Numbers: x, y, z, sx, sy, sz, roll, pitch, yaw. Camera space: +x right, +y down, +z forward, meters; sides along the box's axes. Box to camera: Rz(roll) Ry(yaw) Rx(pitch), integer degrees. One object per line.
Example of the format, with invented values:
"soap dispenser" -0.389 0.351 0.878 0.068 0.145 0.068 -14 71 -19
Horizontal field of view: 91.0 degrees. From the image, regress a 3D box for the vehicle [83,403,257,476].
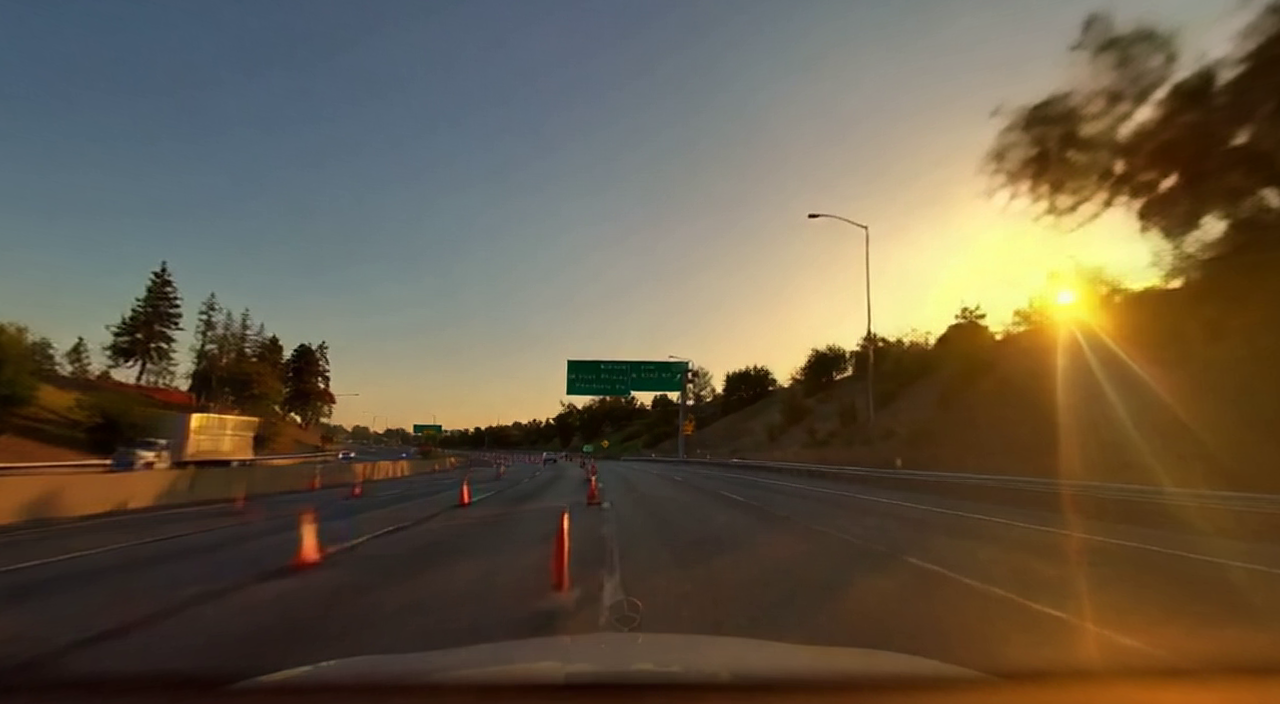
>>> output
"vehicle" -24.388 4.732 33.532 3.030 3.342 8.736 0 -9 -4
